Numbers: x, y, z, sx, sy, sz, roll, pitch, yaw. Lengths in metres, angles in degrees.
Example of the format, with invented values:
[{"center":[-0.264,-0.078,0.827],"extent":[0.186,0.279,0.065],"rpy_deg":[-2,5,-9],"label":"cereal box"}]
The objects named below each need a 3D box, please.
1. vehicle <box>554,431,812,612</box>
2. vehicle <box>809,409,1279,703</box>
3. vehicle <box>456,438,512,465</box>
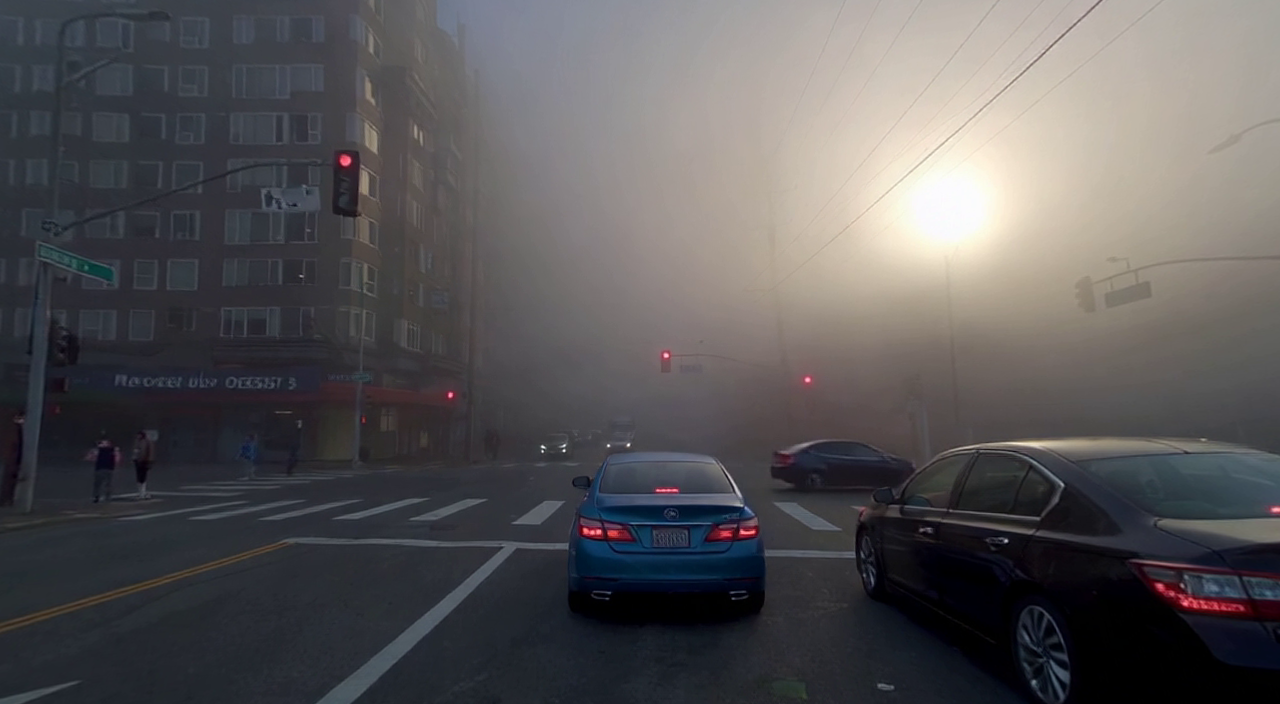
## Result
[{"center":[0.280,1.695,7.291],"extent":[2.132,1.464,4.089],"rpy_deg":[0,-8,-2],"label":"vehicle"},{"center":[2.814,1.287,4.560],"extent":[1.961,1.498,4.356],"rpy_deg":[0,-8,0],"label":"vehicle"},{"center":[-9.861,6.327,40.143],"extent":[2.030,1.596,3.912],"rpy_deg":[-1,-9,9],"label":"vehicle"}]
